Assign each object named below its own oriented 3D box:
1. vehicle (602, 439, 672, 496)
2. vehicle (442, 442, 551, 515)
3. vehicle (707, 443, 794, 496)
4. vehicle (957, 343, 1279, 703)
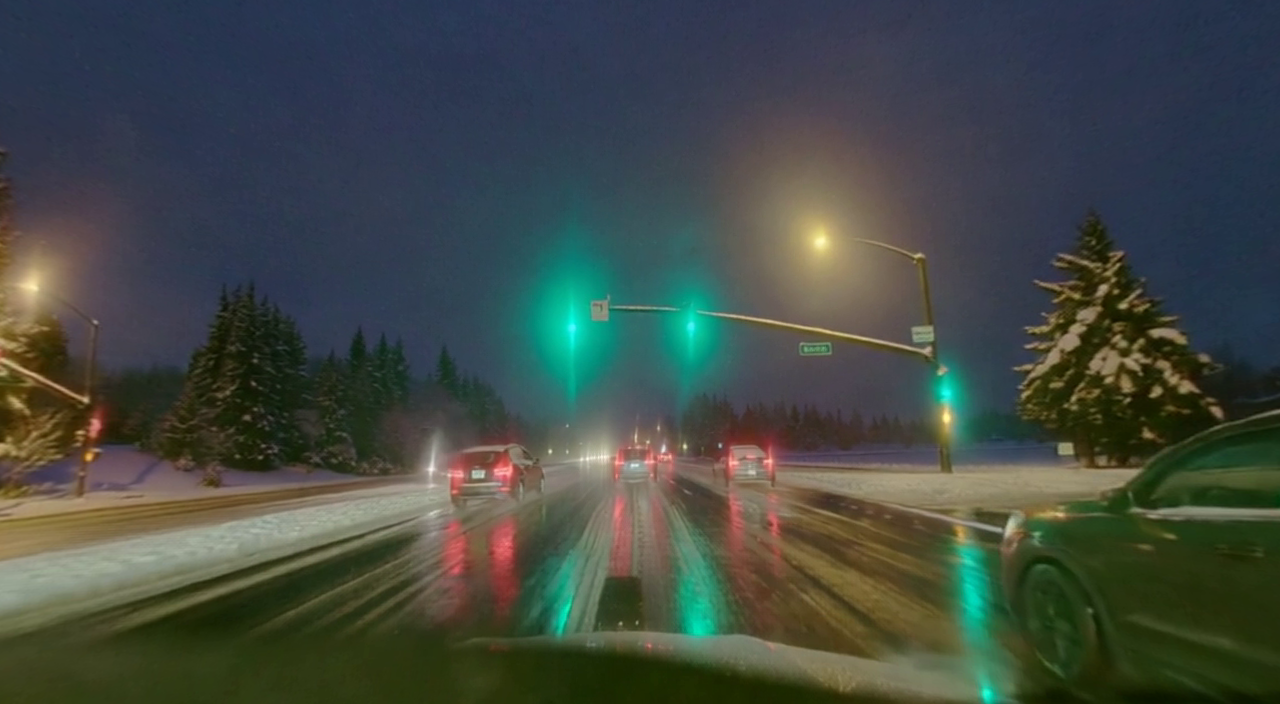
[{"bbox_3d":[-0.088,3.873,21.619,2.150,1.725,4.096,-1,-8,0],"label":"vehicle"},{"bbox_3d":[-3.528,3.154,16.311,1.823,1.602,4.061,-1,-8,0],"label":"vehicle"},{"bbox_3d":[3.497,3.794,20.843,2.068,1.541,4.041,0,-8,-1],"label":"vehicle"},{"bbox_3d":[3.283,0.763,2.030,2.069,1.644,4.714,-1,-8,0],"label":"vehicle"}]
